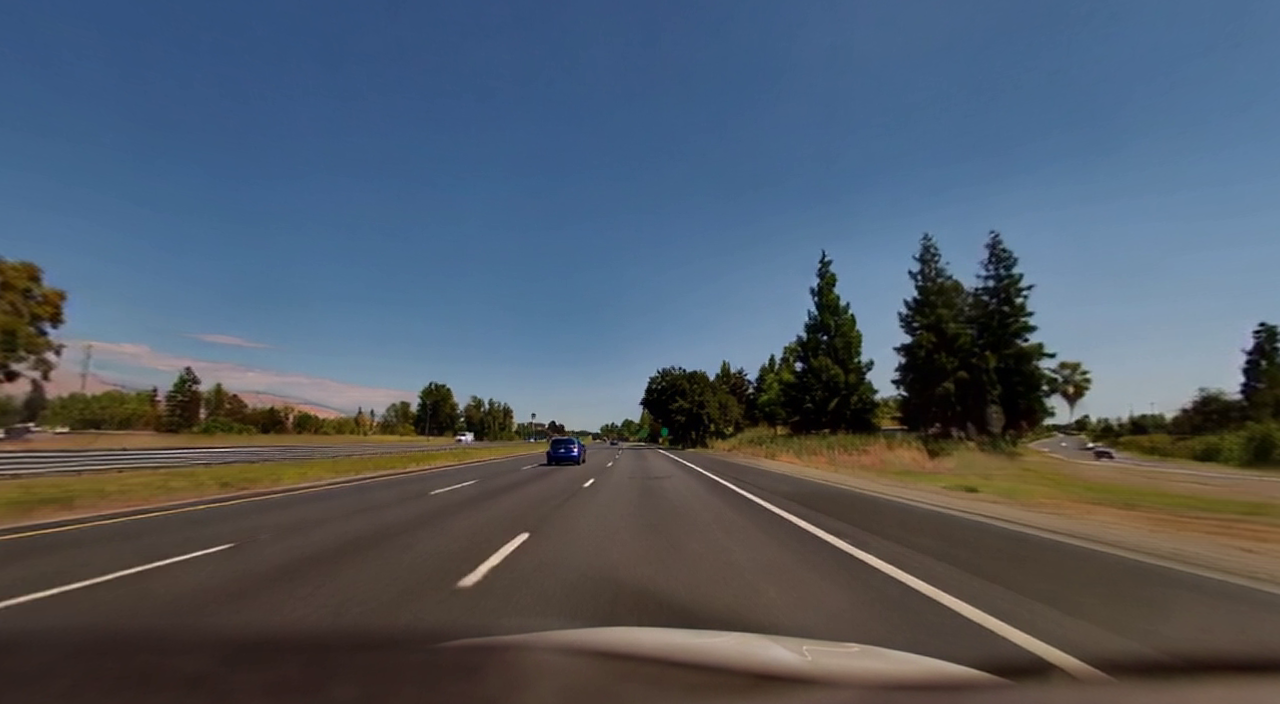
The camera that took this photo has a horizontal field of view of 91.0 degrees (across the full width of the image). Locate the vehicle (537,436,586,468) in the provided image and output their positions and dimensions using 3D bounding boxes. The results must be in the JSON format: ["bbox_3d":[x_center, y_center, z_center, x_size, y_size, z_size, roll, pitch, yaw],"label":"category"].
[{"bbox_3d":[-3.979,5.124,32.539,2.008,1.567,3.959,0,-8,0],"label":"vehicle"}]
